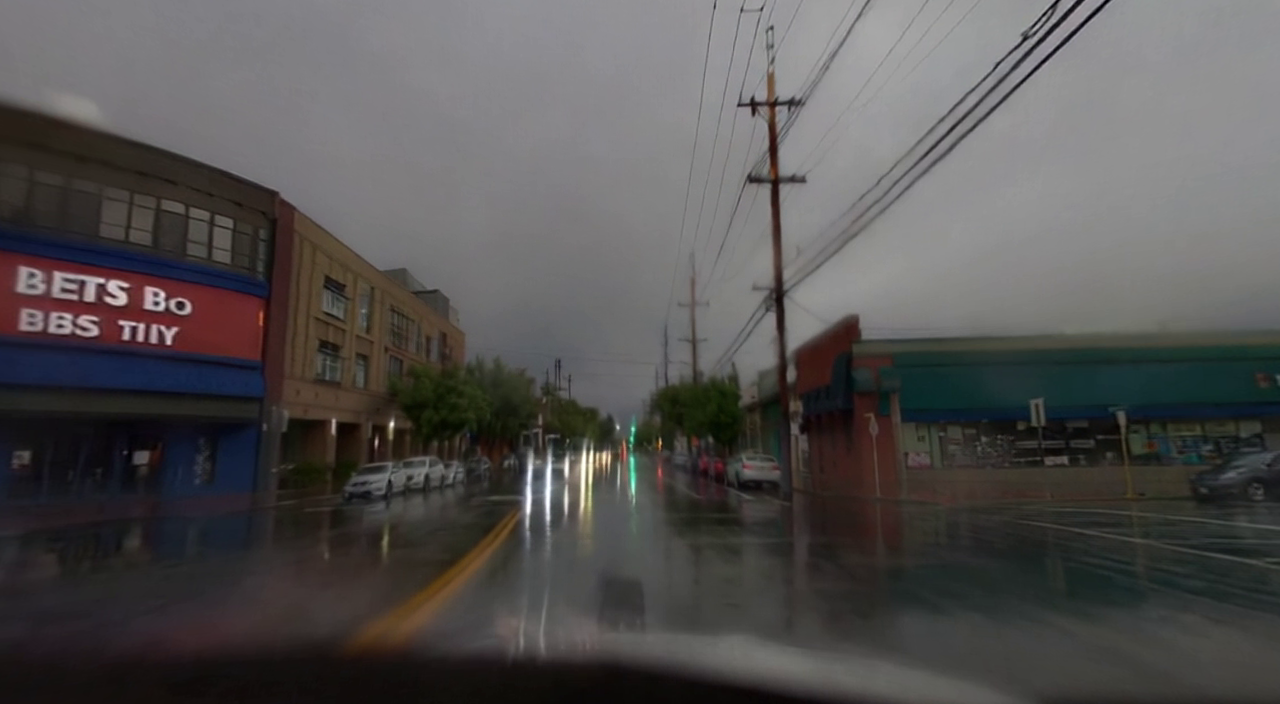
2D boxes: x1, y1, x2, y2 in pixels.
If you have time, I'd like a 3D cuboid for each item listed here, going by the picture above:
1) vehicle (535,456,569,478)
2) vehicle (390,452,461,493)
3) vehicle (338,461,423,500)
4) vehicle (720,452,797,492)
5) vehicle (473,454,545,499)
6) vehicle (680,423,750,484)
[{"bbox_3d":[-6.237,8.184,45.177,1.845,1.469,4.413,0,-8,-1],"label":"vehicle"},{"bbox_3d":[-11.181,6.289,33.359,2.072,1.818,4.951,-3,-9,-1],"label":"vehicle"},{"bbox_3d":[-11.230,5.573,27.667,1.978,1.452,4.263,0,-9,-1],"label":"vehicle"},{"bbox_3d":[5.299,5.395,28.826,1.963,1.646,4.204,2,-9,-12],"label":"vehicle"},{"bbox_3d":[-4.906,4.698,24.300,2.050,1.505,4.219,0,-9,-3],"label":"vehicle"},{"bbox_3d":[4.266,5.998,37.554,2.815,3.203,7.558,0,-9,-3],"label":"vehicle"}]
